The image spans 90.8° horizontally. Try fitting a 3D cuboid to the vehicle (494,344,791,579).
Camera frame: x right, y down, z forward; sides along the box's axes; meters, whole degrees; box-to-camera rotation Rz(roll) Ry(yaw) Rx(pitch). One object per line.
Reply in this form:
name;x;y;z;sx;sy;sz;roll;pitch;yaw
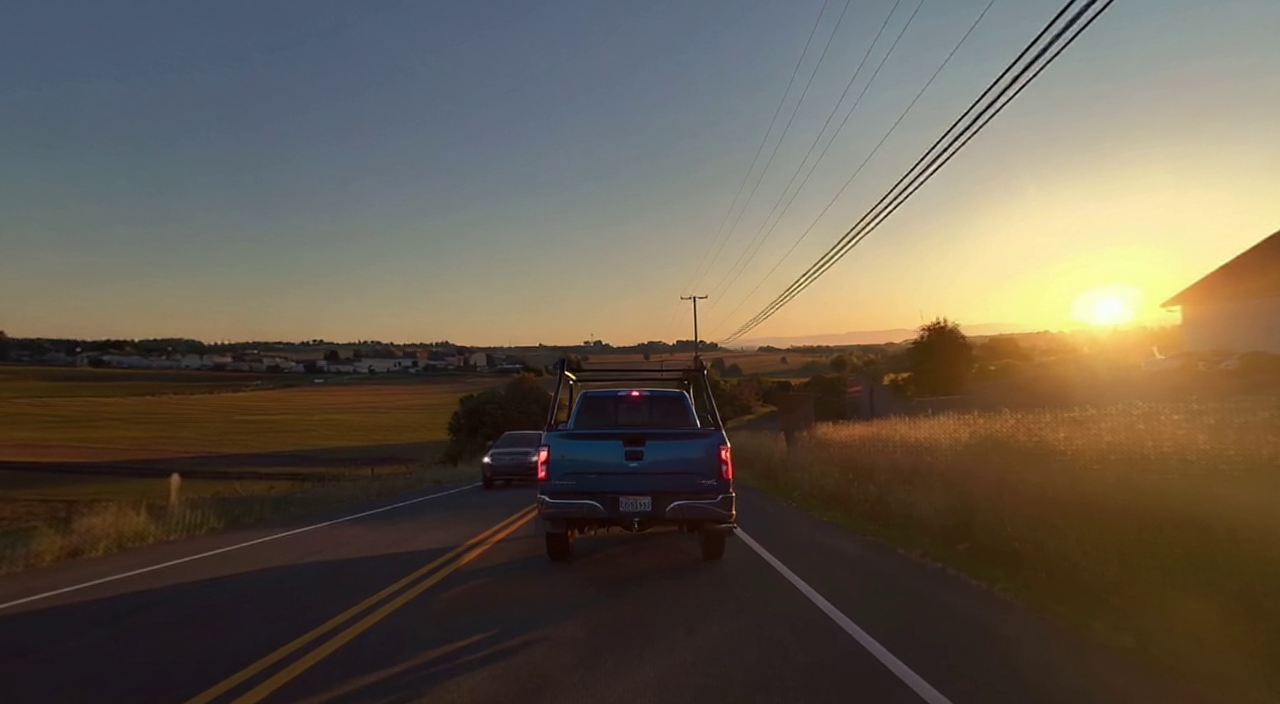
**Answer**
vehicle;-0.064;1.608;9.982;2.912;2.320;7.292;0;-8;-1
